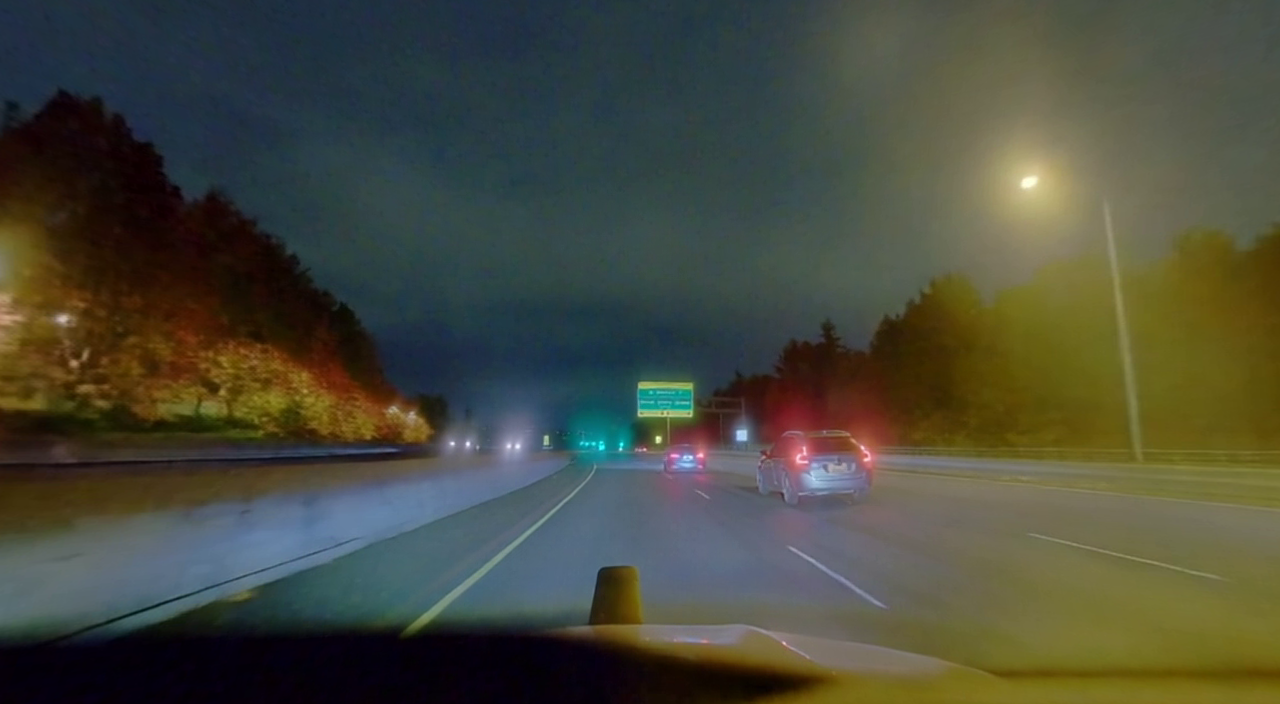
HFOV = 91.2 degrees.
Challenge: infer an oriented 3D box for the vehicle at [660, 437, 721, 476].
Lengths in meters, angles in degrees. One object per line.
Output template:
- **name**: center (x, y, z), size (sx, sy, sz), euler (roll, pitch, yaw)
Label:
- **vehicle**: center (2.234, 4.804, 28.935), size (2.337, 1.633, 4.222), euler (0, -9, -2)
